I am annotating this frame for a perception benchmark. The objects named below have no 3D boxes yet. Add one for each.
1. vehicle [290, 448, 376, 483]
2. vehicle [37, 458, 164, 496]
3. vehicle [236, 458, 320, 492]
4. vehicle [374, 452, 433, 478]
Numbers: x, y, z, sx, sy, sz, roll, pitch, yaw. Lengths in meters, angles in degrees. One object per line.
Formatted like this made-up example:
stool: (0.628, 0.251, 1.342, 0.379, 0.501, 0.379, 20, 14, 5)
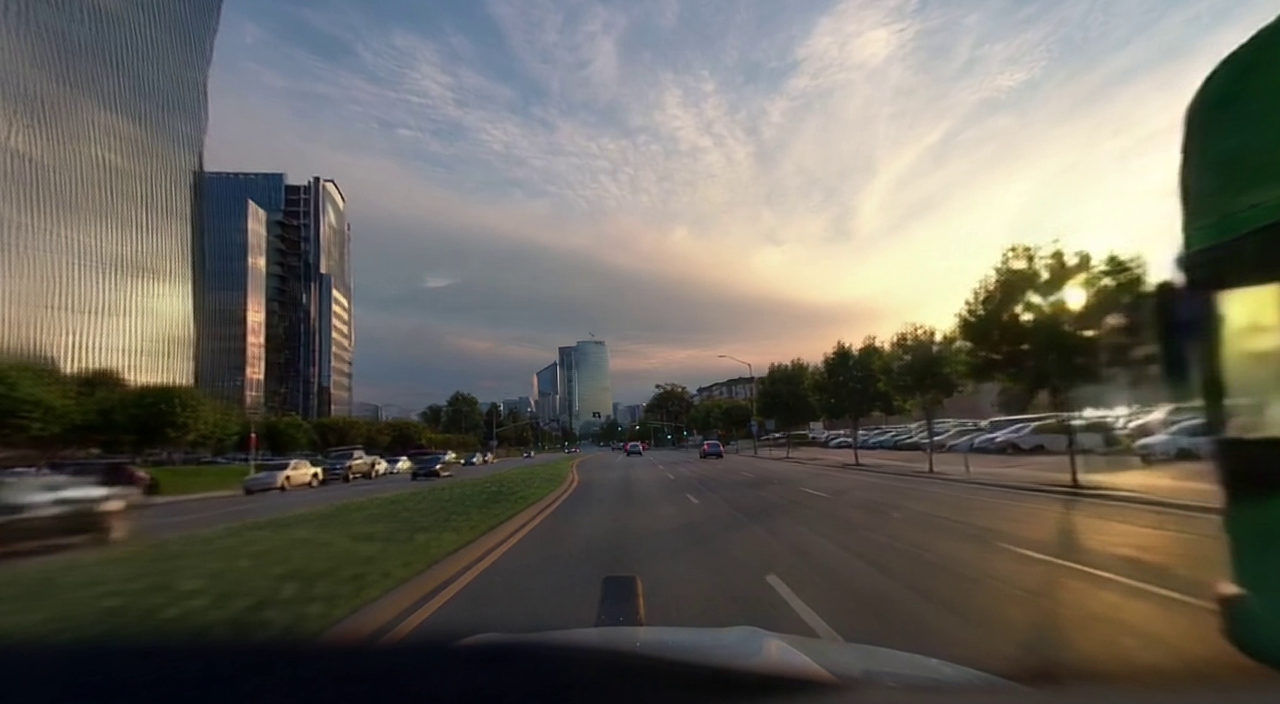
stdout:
vehicle: (-19.430, 7.187, 40.486, 2.373, 2.077, 6.457, 0, -9, -1)
vehicle: (-29.780, 6.883, 35.205, 2.344, 1.784, 5.438, -1, -9, -1)
vehicle: (-19.259, 6.538, 33.895, 1.869, 1.606, 4.617, 0, -9, -2)
vehicle: (-15.274, 7.300, 41.080, 1.955, 1.516, 4.849, 0, -9, 0)
